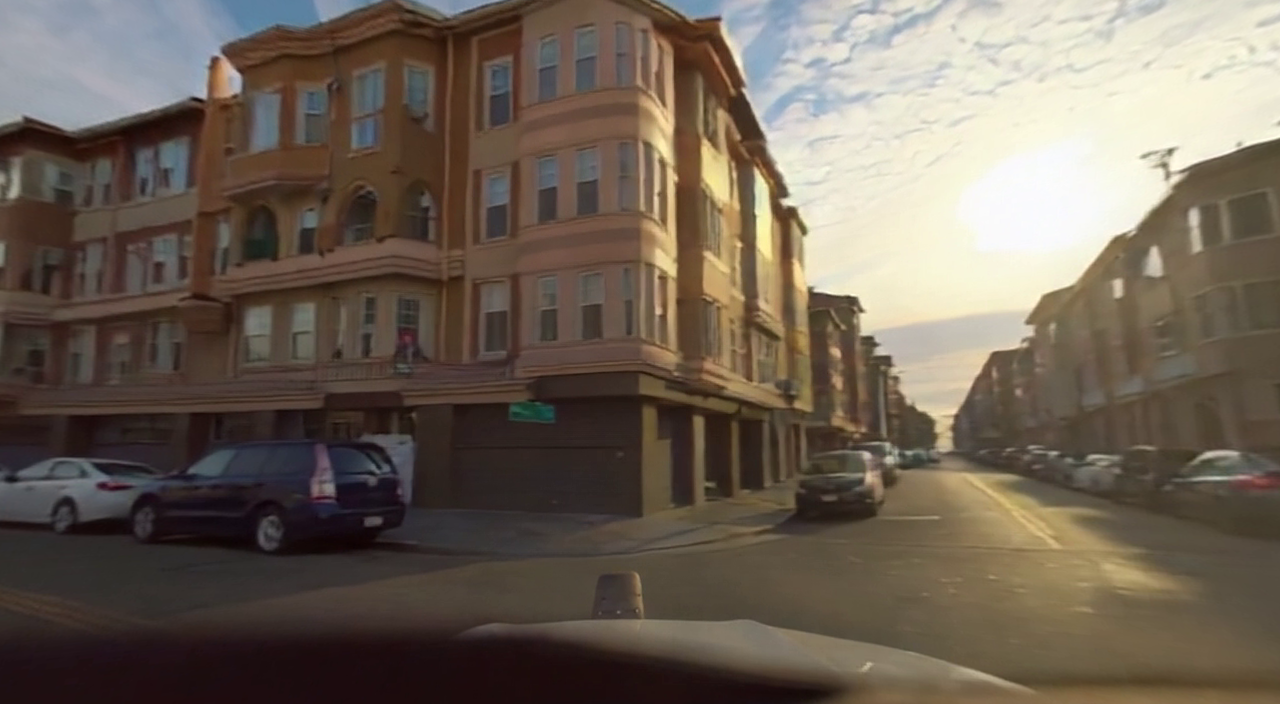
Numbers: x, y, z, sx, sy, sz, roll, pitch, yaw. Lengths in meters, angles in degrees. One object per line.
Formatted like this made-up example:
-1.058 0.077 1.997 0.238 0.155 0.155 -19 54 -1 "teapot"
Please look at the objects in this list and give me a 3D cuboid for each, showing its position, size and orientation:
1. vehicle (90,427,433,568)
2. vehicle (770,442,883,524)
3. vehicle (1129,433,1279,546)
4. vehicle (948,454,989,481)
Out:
-5.640 1.979 9.390 4.679 1.631 2.025 -4 -9 25 "vehicle"
4.105 2.672 13.509 1.882 1.459 3.518 -3 -8 23 "vehicle"
9.843 2.183 10.348 1.868 1.544 3.869 -3 -10 24 "vehicle"
23.424 8.203 45.075 2.341 1.675 4.360 -4 -9 25 "vehicle"
